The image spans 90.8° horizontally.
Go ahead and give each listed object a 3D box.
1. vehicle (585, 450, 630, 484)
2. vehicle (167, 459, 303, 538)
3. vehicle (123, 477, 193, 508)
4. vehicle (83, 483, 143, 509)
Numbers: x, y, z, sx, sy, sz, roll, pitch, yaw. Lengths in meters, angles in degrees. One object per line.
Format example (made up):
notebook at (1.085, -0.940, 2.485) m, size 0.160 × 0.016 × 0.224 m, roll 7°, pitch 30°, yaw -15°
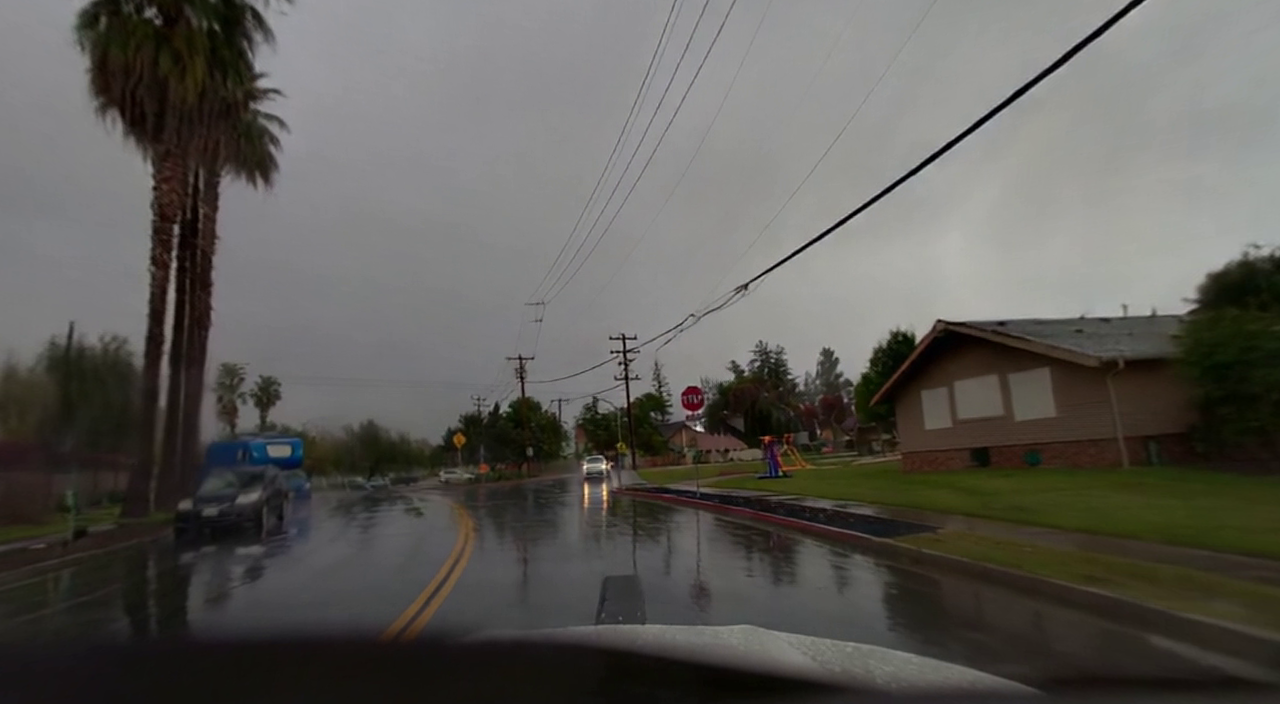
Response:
vehicle at (-2.192, 7.360, 40.837) m, size 2.508 × 1.887 × 5.930 m, roll 0°, pitch -8°, yaw -7°
vehicle at (-9.961, 3.541, 15.944) m, size 2.085 × 1.545 × 4.340 m, roll 3°, pitch -9°, yaw -23°
vehicle at (-32.059, 9.273, 42.013) m, size 4.527 × 1.732 × 2.059 m, roll -5°, pitch -10°, yaw 31°
vehicle at (-37.591, 10.221, 45.020) m, size 4.164 × 1.504 × 2.025 m, roll -6°, pitch -10°, yaw 33°
